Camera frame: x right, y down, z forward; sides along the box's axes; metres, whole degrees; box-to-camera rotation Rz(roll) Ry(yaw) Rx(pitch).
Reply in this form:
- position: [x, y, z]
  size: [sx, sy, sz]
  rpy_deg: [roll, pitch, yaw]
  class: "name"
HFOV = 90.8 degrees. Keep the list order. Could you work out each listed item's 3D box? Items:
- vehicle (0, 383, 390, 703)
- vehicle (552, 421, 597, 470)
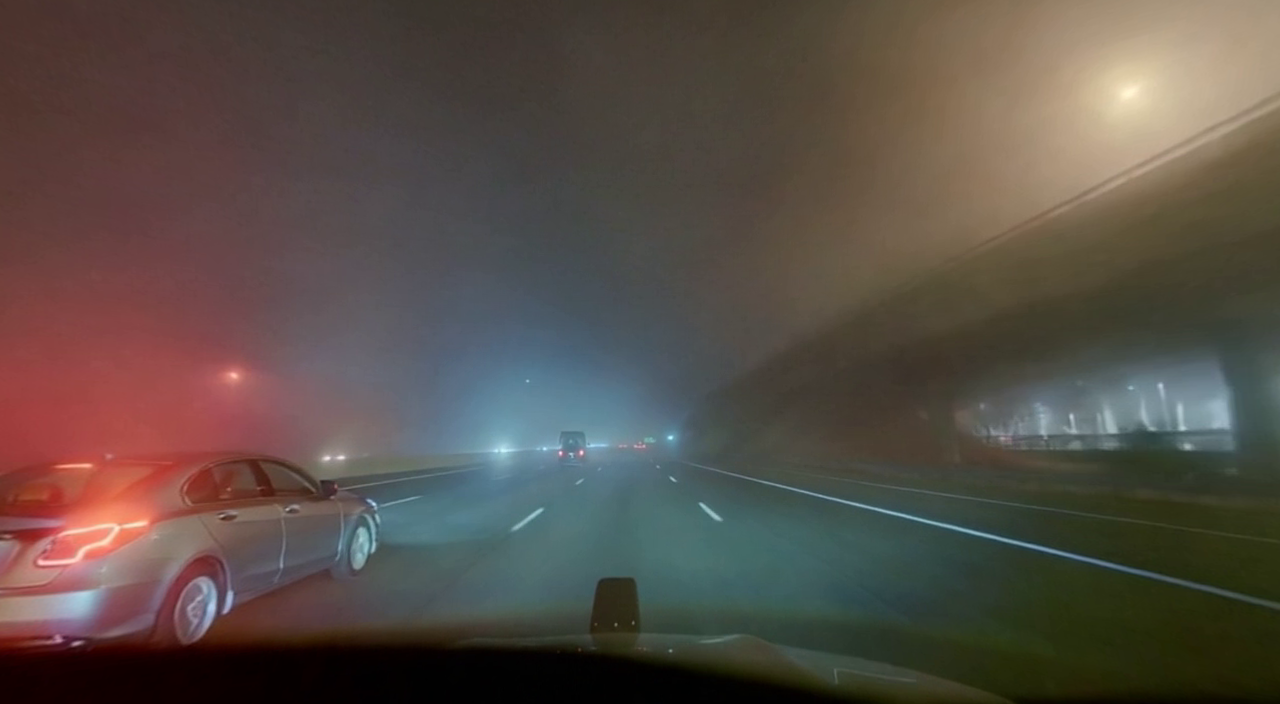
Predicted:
- position: [-3.607, 1.153, 4.155]
  size: [2.025, 1.556, 4.594]
  rpy_deg: [0, -9, 0]
  class: "vehicle"
- position: [-4.234, 6.225, 42.077]
  size: [2.364, 2.953, 6.732]
  rpy_deg: [0, -8, -1]
  class: "vehicle"
